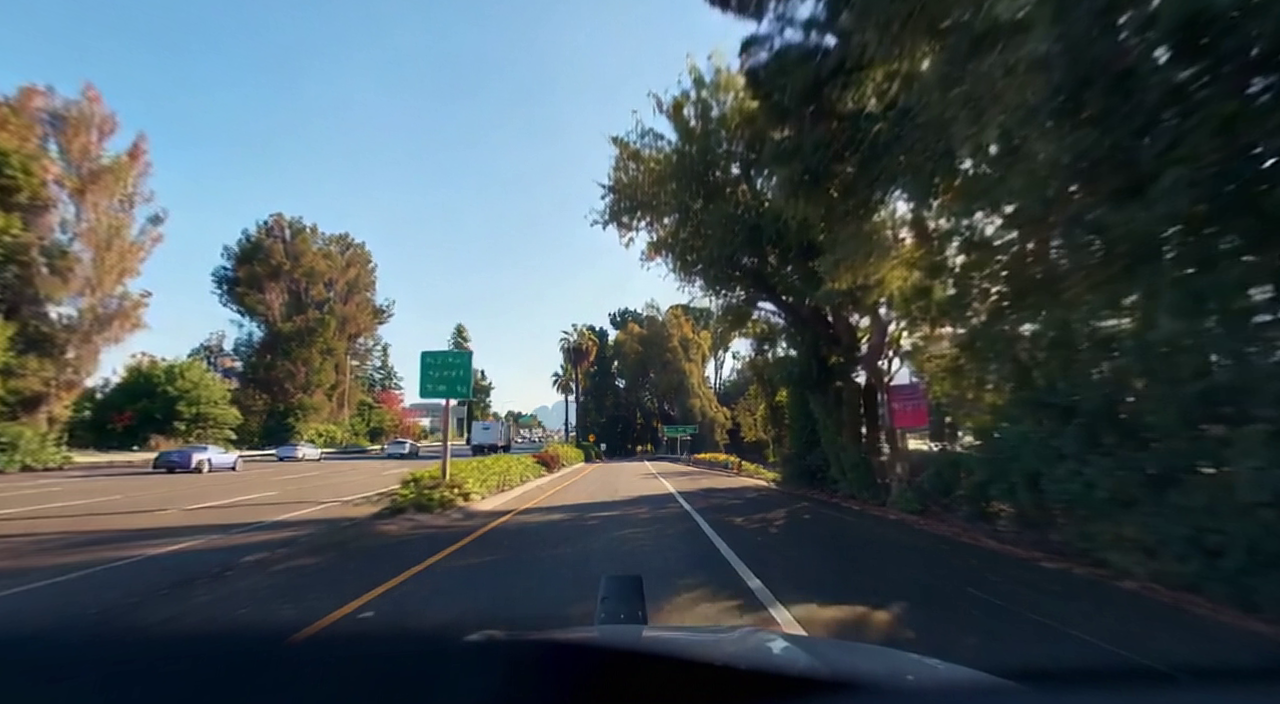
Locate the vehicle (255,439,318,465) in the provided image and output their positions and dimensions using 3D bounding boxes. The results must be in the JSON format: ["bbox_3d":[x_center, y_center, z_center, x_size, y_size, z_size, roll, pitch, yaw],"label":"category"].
[{"bbox_3d":[-24.424,6.931,43.865,1.998,1.648,4.495,0,-8,-4],"label":"vehicle"}]

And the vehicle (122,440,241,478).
[{"bbox_3d":[-19.751,4.624,27.505,1.933,1.496,4.516,0,-8,-3],"label":"vehicle"}]

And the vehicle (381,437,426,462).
[{"bbox_3d":[-16.961,6.997,45.510,1.919,1.658,4.084,0,-8,-4],"label":"vehicle"}]
